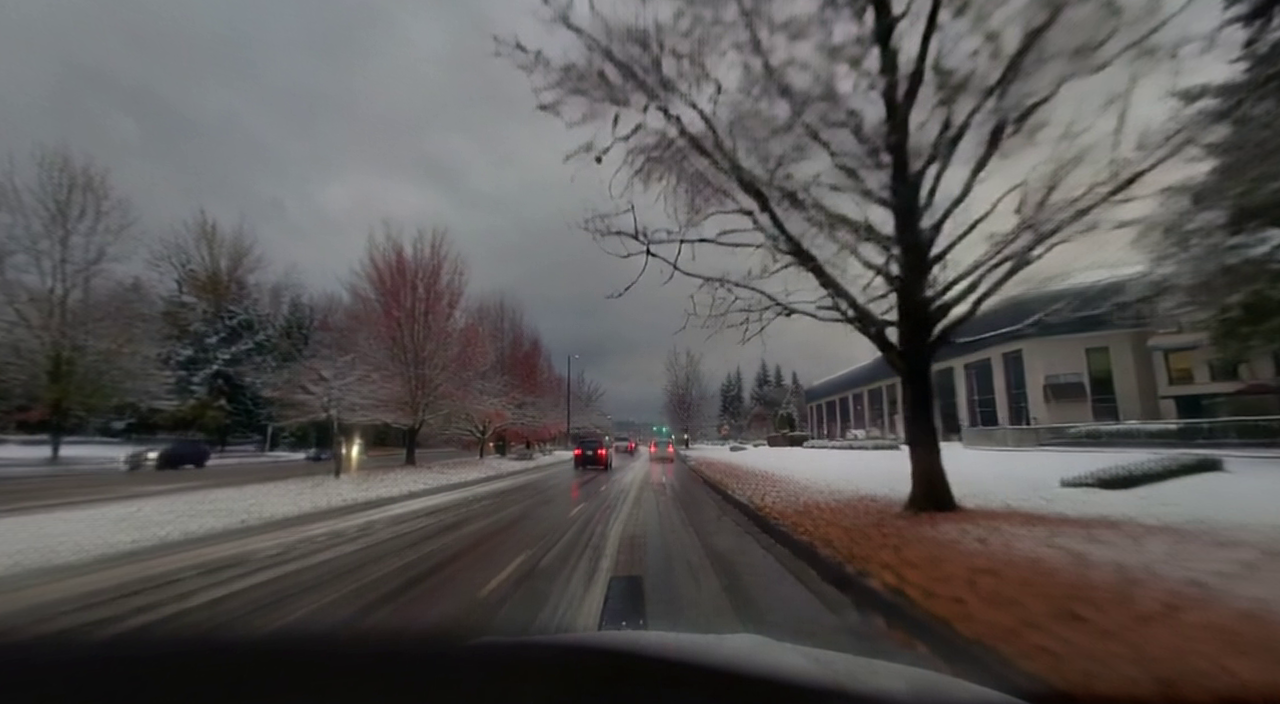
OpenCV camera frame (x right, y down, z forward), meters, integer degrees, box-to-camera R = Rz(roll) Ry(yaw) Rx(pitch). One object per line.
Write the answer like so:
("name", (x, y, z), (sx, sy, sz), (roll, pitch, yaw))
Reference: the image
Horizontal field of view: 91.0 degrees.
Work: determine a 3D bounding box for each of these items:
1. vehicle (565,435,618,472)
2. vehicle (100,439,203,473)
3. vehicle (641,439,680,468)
("vehicle", (-2.331, 4.995, 31.264), (2.197, 1.709, 4.069), (0, -8, 2))
("vehicle", (-29.928, 6.356, 38.826), (2.010, 1.915, 5.100), (-1, -8, 3))
("vehicle", (1.094, 5.518, 34.331), (2.040, 1.493, 3.682), (0, -8, 1))
